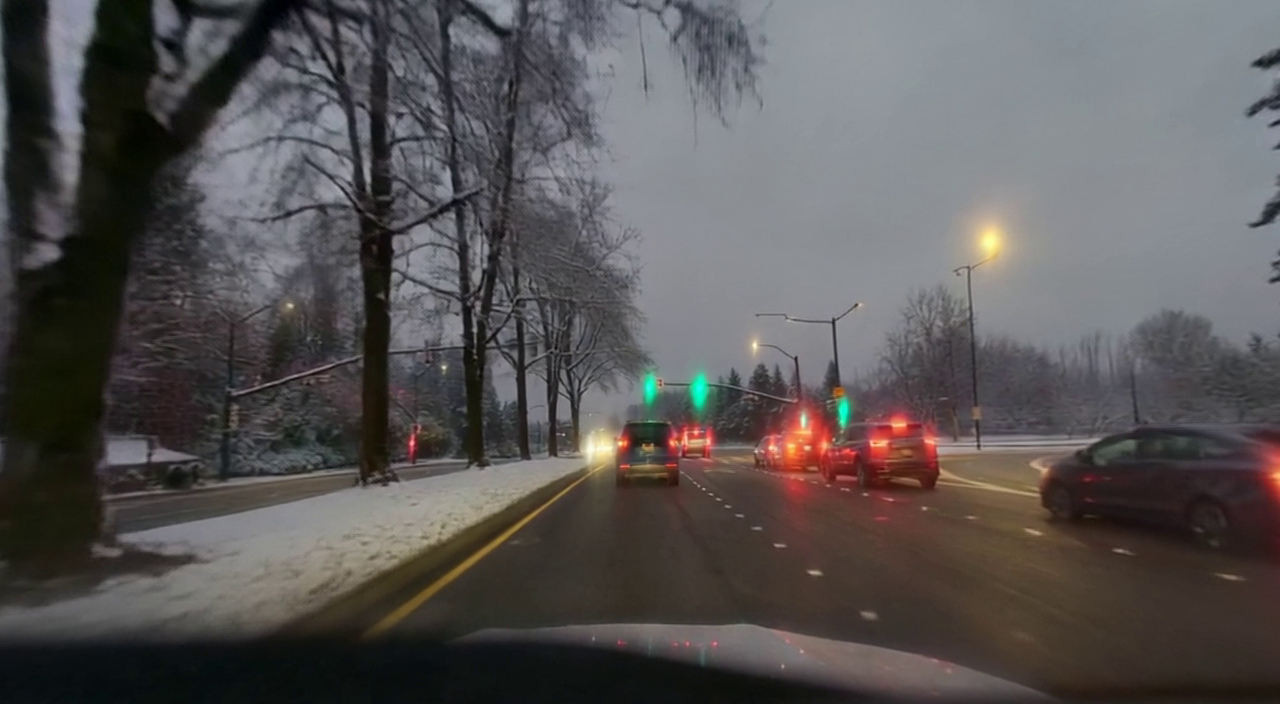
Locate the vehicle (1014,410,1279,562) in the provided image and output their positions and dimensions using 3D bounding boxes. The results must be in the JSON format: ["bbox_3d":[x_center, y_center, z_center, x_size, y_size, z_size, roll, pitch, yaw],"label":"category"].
[{"bbox_3d":[7.374,1.630,8.265,2.004,1.504,4.836,0,-9,0],"label":"vehicle"}]

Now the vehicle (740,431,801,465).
[{"bbox_3d":[7.341,5.482,36.181,2.440,1.775,4.791,0,-9,0],"label":"vehicle"}]

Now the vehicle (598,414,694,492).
[{"bbox_3d":[0.148,2.813,17.682,2.353,1.894,4.122,0,-9,0],"label":"vehicle"}]

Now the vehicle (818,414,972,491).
[{"bbox_3d":[7.096,2.900,18.397,2.251,1.873,5.346,0,-9,0],"label":"vehicle"}]

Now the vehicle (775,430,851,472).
[{"bbox_3d":[7.345,4.261,27.283,2.025,1.642,4.189,0,-9,0],"label":"vehicle"}]
